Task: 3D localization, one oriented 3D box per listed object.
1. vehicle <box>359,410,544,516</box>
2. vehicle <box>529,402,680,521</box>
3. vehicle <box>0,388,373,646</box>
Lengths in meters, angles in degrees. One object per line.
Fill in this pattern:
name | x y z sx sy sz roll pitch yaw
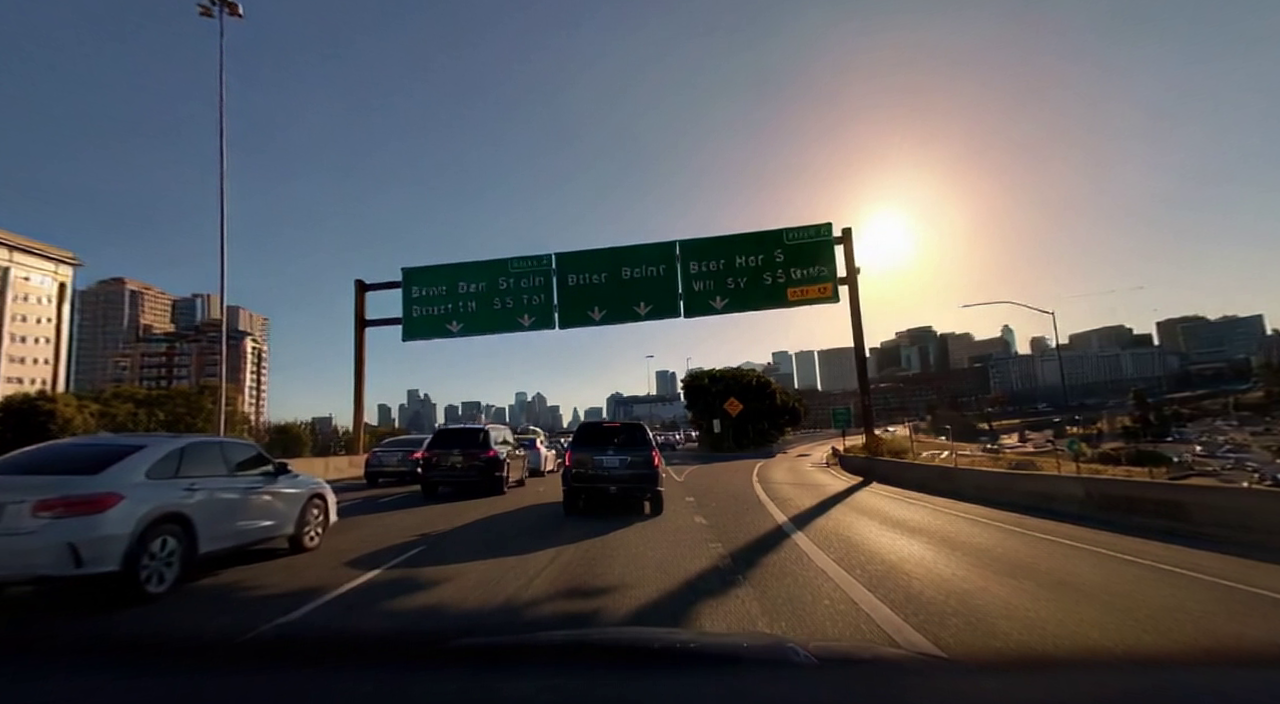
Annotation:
vehicle | -3.933 2.477 14.572 2.286 1.931 5.729 0 -9 2
vehicle | -0.603 2.346 13.983 2.616 2.063 5.933 0 -9 0
vehicle | -4.701 1.436 6.505 1.953 1.729 4.377 0 -9 0
